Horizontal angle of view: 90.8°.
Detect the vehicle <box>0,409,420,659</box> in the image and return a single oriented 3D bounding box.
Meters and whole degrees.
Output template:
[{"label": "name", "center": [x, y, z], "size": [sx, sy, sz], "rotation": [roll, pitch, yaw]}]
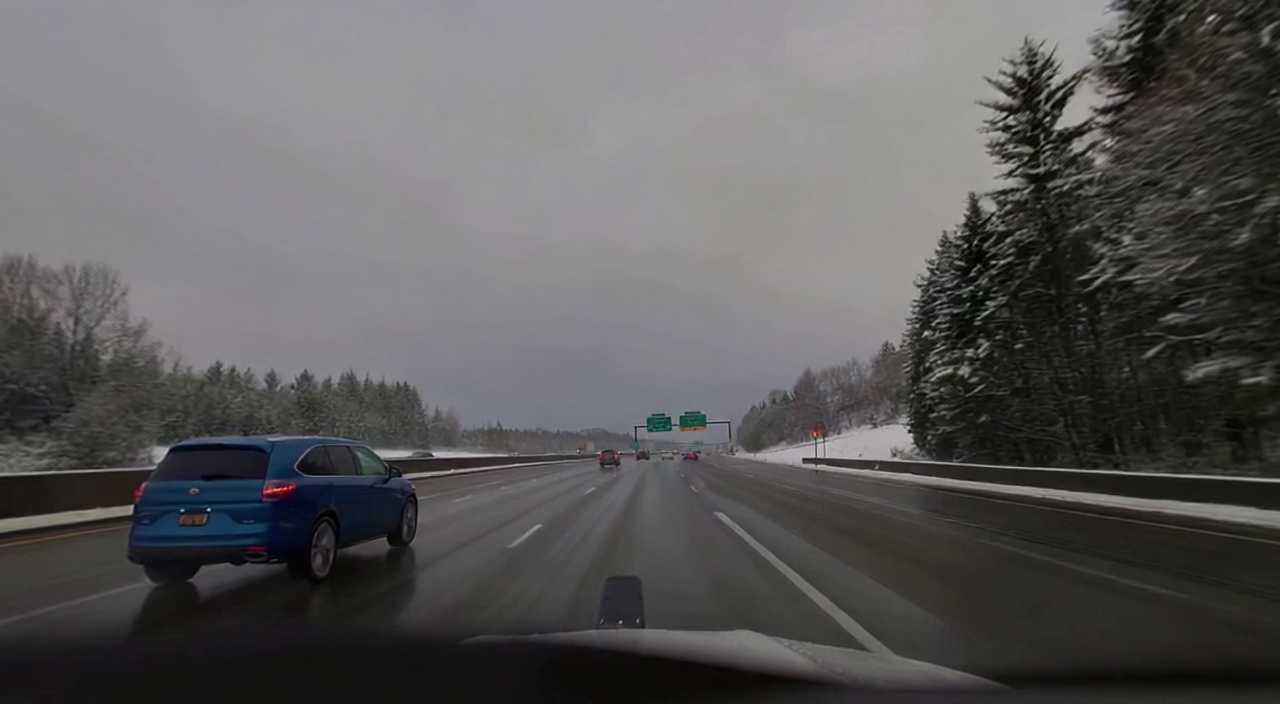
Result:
[{"label": "vehicle", "center": [-3.977, 1.507, 6.286], "size": [2.016, 1.623, 4.126], "rotation": [0, -9, 1]}]
